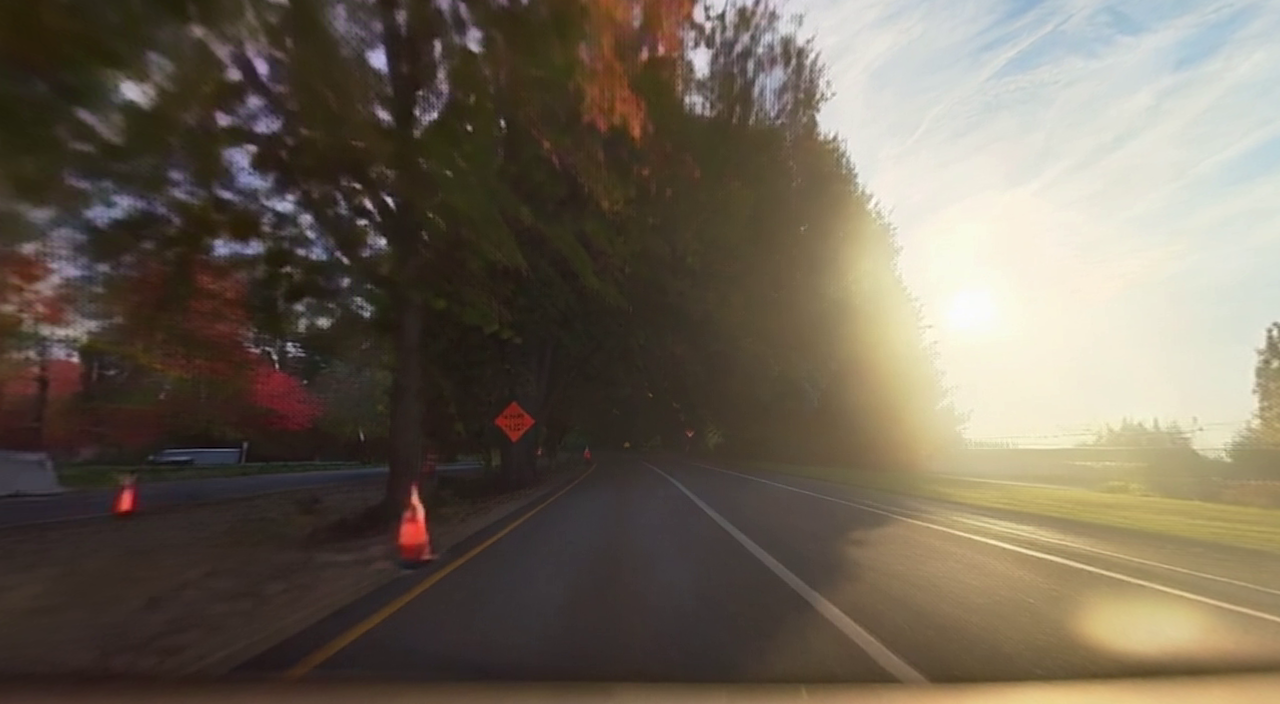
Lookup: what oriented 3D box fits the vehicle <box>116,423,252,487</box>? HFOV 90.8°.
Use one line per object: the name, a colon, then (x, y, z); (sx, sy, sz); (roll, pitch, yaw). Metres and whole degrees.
vehicle: (-15.724, 3.561, 22.032); (2.340, 2.062, 3.192); (0, -8, -3)
